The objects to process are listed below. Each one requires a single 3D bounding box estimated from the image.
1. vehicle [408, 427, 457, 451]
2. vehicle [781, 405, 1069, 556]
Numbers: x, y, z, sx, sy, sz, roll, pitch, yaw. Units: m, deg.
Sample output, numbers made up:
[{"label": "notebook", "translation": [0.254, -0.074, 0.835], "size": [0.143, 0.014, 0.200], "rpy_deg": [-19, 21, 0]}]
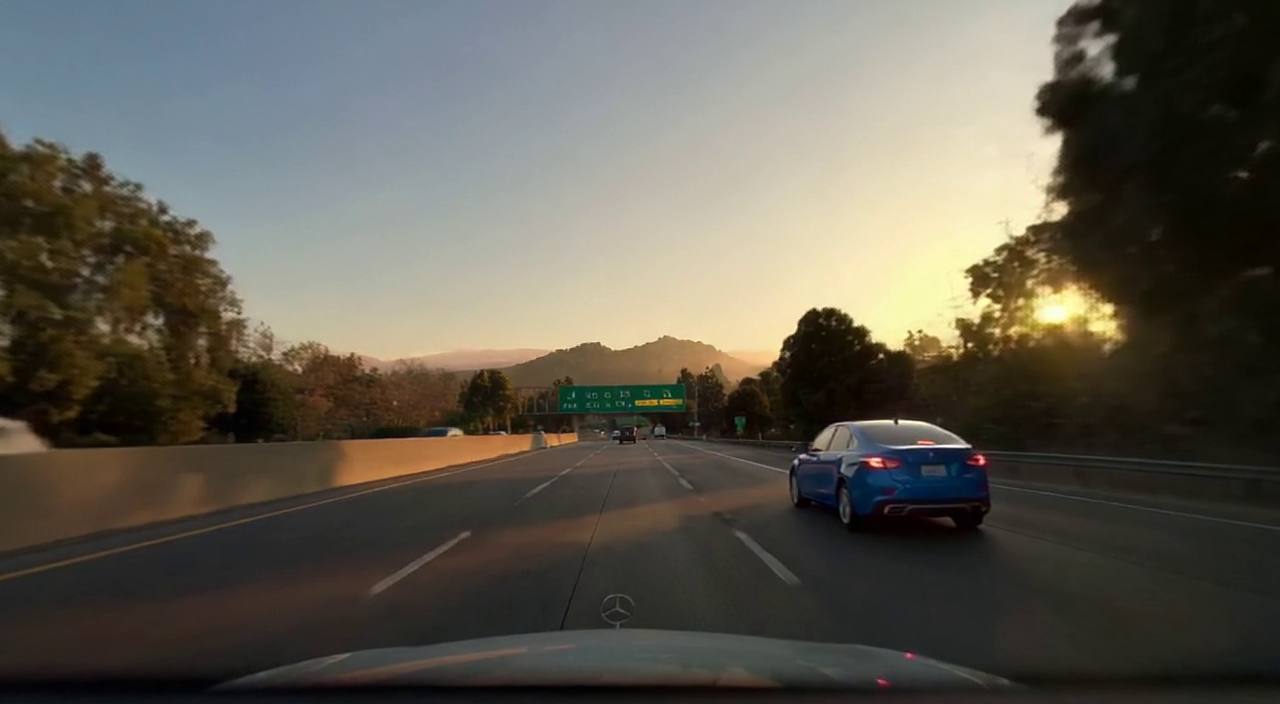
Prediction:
[{"label": "vehicle", "translation": [-13.727, 5.795, 41.850], "size": [1.890, 1.543, 4.201], "rpy_deg": [0, -8, -1]}, {"label": "vehicle", "translation": [3.438, 1.610, 8.605], "size": [1.973, 1.563, 3.959], "rpy_deg": [0, -8, -2]}]
